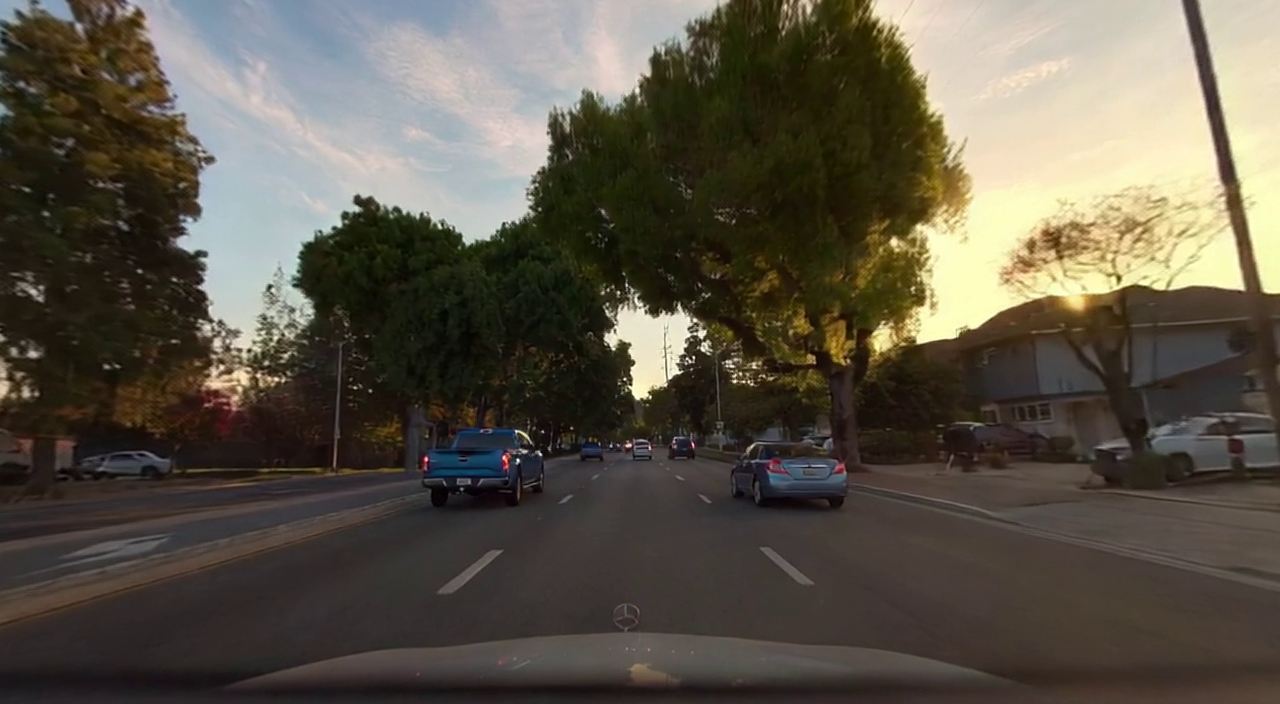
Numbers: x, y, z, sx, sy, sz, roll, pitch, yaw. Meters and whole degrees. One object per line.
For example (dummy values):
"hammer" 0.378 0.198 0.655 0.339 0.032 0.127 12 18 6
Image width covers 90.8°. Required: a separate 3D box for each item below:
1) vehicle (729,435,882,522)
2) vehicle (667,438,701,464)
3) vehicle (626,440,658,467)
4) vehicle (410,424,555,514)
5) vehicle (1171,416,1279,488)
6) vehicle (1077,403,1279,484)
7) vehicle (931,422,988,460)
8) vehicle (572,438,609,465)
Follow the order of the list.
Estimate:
"vehicle" 3.128 2.472 12.922 1.884 1.463 4.195 0 -8 -1
"vehicle" 3.294 7.484 48.028 2.099 1.845 4.363 0 -8 -2
"vehicle" 0.093 6.464 40.511 1.997 1.636 3.760 0 -8 -1
"vehicle" -3.468 2.703 15.148 2.111 1.745 5.274 0 -8 0
"vehicle" 14.856 2.212 14.103 4.267 1.480 1.817 0 -8 1
"vehicle" 14.826 2.398 16.706 4.814 1.805 2.051 -4 -9 4
"vehicle" 15.493 4.369 30.829 1.899 1.690 4.275 -3 -9 20
"vehicle" -3.438 6.977 44.422 2.218 1.829 4.492 0 -8 0
